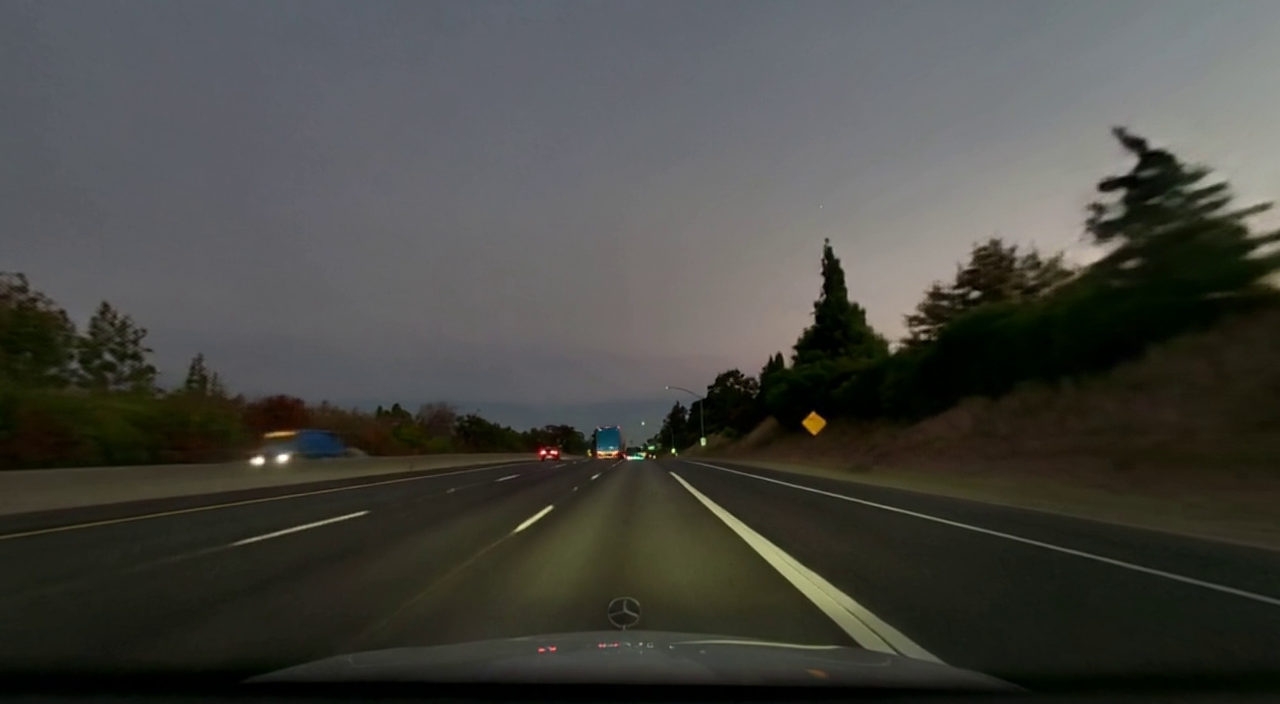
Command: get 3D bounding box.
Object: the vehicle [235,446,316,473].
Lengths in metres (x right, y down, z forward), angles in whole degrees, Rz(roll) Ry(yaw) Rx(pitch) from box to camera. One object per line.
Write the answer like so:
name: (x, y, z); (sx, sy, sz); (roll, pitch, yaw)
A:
vehicle: (-25.112, 7.392, 43.766); (2.211, 1.716, 5.927); (0, -8, -2)

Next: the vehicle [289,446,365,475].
vehicle: (-17.580, 6.085, 35.686); (1.920, 1.472, 4.734); (0, -8, 0)
